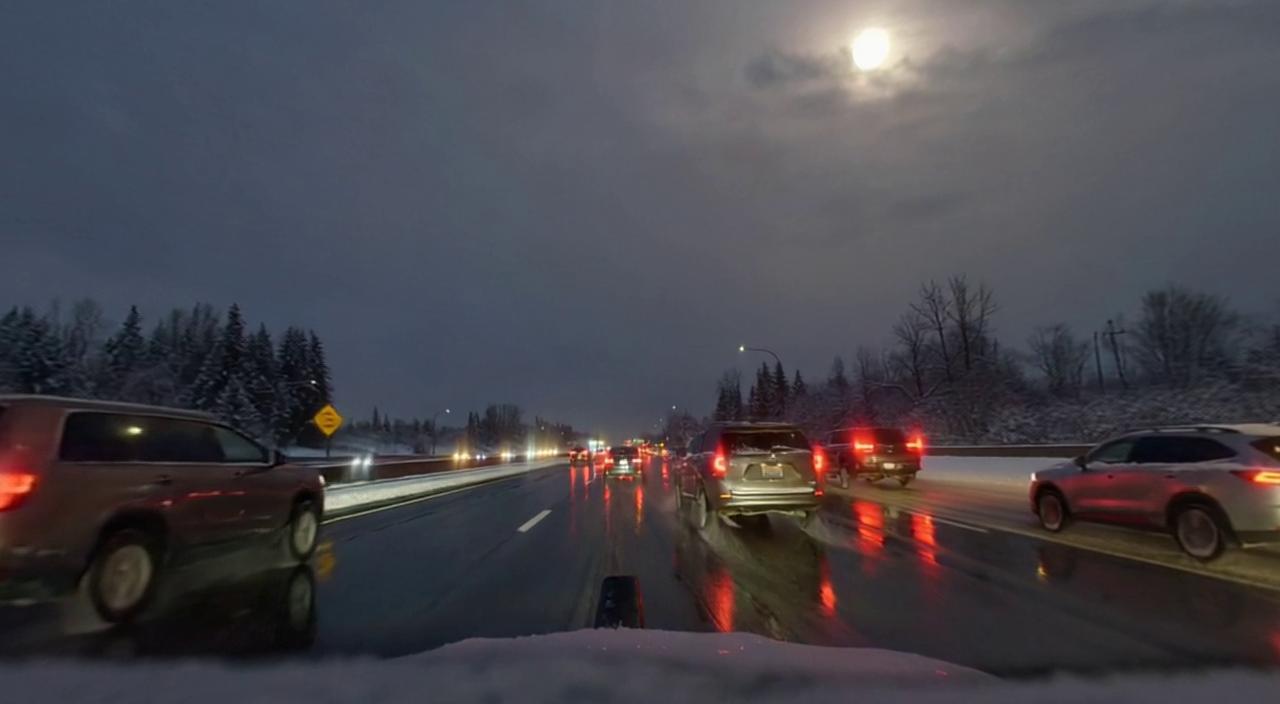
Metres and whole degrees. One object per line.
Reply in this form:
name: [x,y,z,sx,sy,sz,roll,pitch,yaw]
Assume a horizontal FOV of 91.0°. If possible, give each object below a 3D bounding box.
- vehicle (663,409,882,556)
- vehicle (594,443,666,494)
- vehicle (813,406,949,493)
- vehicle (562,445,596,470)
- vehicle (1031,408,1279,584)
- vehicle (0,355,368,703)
vehicle: [1.677,1.874,9.625,2.230,1.740,3.976,1,-9,-4]
vehicle: [-0.272,3.810,20.883,2.157,1.495,4.038,0,-9,1]
vehicle: [7.855,3.299,21.393,2.390,2.503,5.788,0,-9,1]
vehicle: [-4.163,7.264,43.428,1.889,1.600,4.043,0,-9,1]
vehicle: [7.039,1.590,7.401,1.972,1.647,4.429,0,-9,-1]
vehicle: [-4.272,1.188,5.063,2.047,1.755,4.638,0,-9,0]
